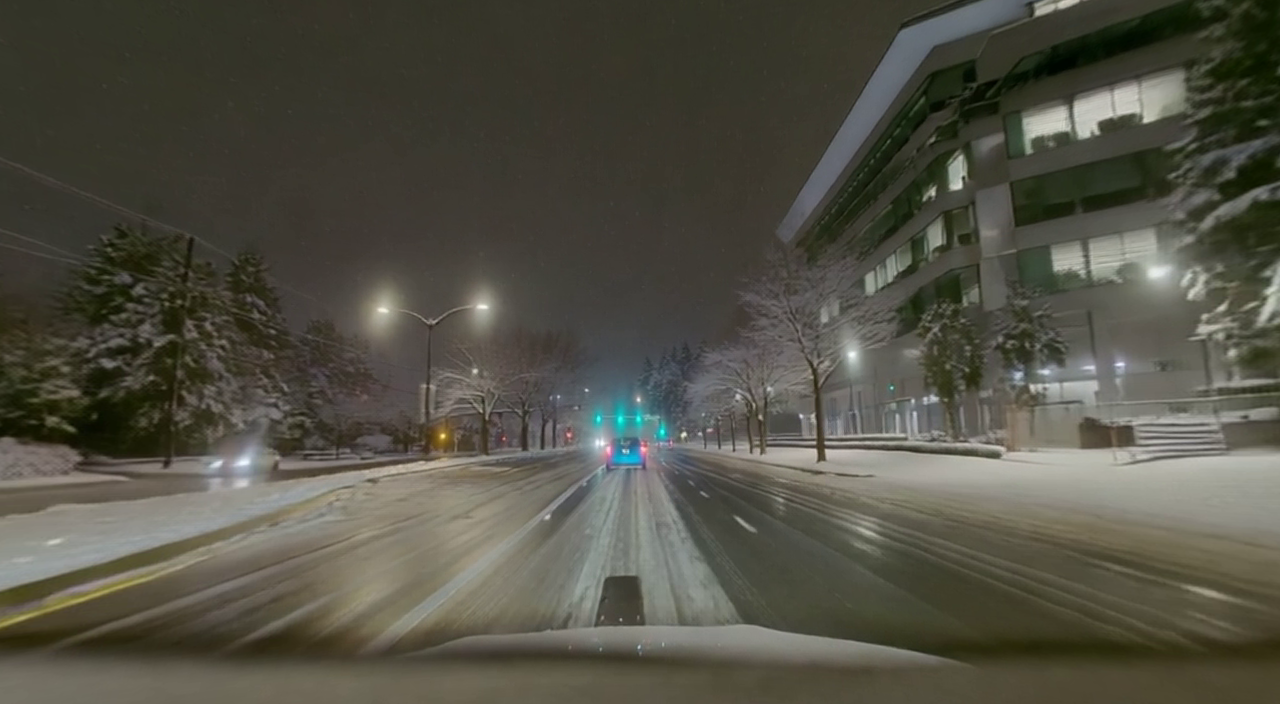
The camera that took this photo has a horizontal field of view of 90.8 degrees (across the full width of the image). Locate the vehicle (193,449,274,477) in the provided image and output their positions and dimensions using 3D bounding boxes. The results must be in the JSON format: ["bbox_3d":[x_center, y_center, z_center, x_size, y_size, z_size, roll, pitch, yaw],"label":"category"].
[{"bbox_3d":[-23.639,6.466,36.931,1.867,1.469,4.243,-1,-9,0],"label":"vehicle"}]

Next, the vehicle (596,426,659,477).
[{"bbox_3d":[-0.478,3.992,25.485,2.313,1.860,4.319,0,-8,-1],"label":"vehicle"}]
